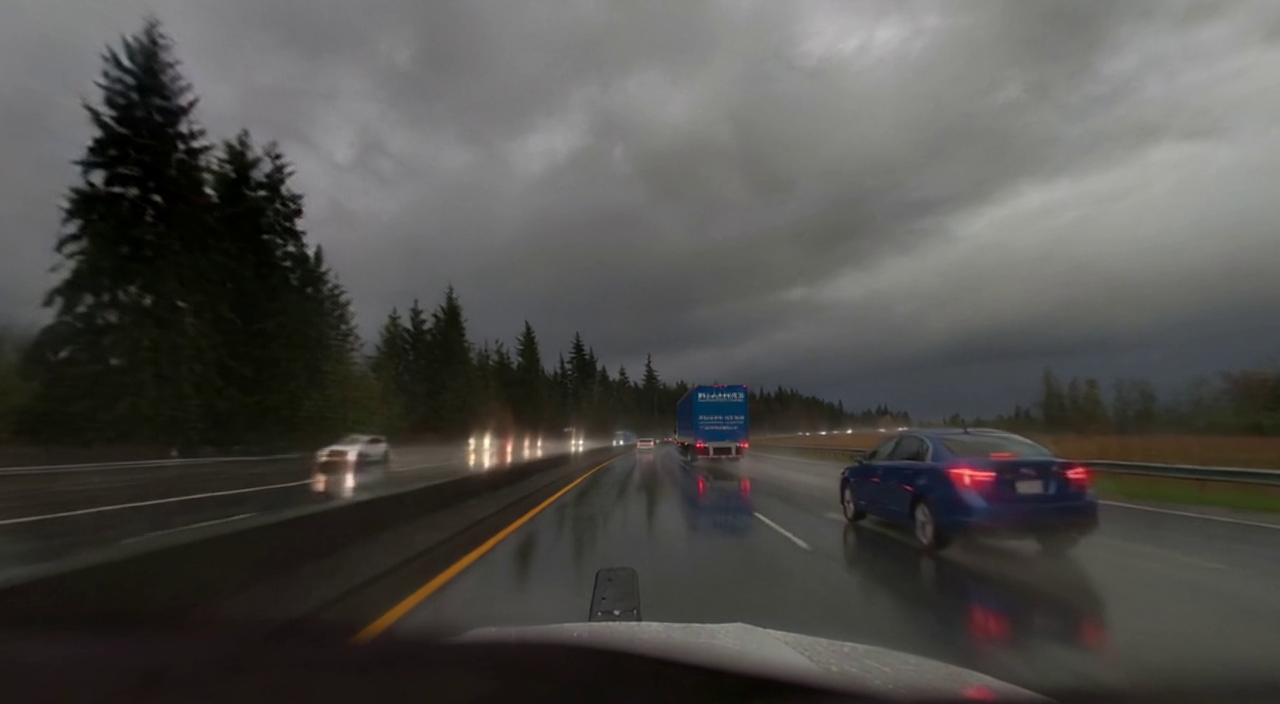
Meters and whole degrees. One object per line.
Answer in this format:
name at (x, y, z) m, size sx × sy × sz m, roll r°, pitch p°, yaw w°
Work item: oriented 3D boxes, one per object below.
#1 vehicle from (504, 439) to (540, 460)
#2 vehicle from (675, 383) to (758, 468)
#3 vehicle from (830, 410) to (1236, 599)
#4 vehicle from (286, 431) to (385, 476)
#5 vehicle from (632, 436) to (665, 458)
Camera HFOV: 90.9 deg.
vehicle at (-9.160, 7.613, 49.209) m, size 1.892 × 1.508 × 4.225 m, roll 0°, pitch -8°, yaw 2°
vehicle at (4.087, 4.463, 37.278) m, size 3.171 × 4.072 × 13.784 m, roll 0°, pitch -8°, yaw 0°
vehicle at (3.979, 1.568, 7.493) m, size 2.028 × 1.573 × 4.207 m, roll 0°, pitch -8°, yaw -2°
vehicle at (-14.227, 4.722, 29.842) m, size 2.073 × 1.912 × 5.067 m, roll 0°, pitch -8°, yaw 2°
vehicle at (0.644, 6.680, 44.517) m, size 2.209 × 1.499 × 4.144 m, roll 0°, pitch -8°, yaw 1°
